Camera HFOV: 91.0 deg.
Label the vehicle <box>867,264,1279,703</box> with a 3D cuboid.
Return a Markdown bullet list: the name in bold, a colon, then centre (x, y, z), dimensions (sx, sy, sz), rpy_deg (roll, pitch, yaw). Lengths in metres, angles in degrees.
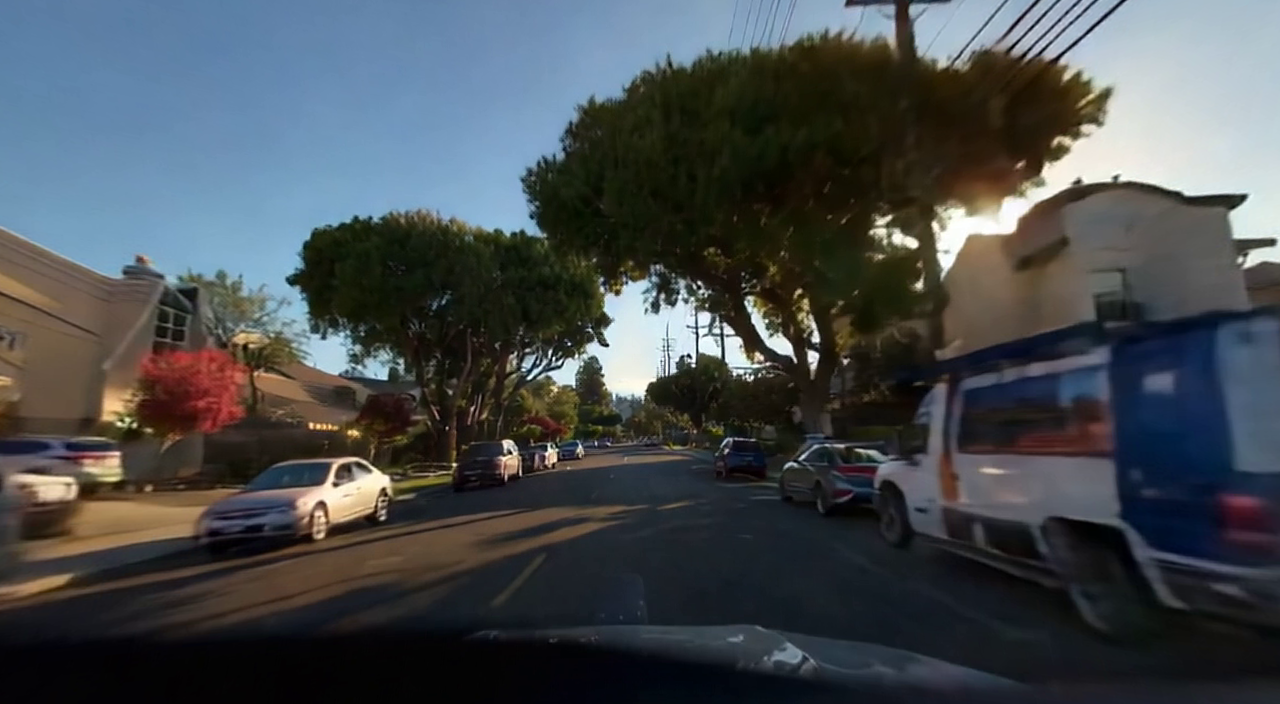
- **vehicle**: centre (4.136, 1.066, 5.392), dimensions (2.396, 2.164, 5.381), rpy_deg (0, -9, 1)

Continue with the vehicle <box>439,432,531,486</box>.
- **vehicle**: centre (-6.037, 4.249, 25.315), dimensions (2.322, 1.913, 5.582), rpy_deg (0, -9, -1)

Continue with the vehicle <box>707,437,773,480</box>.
- **vehicle**: centre (3.878, 4.195, 25.031), dimensions (1.848, 1.550, 4.054), rpy_deg (0, -9, -1)

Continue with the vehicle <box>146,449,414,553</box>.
- **vehicle**: centre (-6.078, 2.528, 11.518), dimensions (2.048, 1.438, 4.728), rpy_deg (-1, -9, 1)
